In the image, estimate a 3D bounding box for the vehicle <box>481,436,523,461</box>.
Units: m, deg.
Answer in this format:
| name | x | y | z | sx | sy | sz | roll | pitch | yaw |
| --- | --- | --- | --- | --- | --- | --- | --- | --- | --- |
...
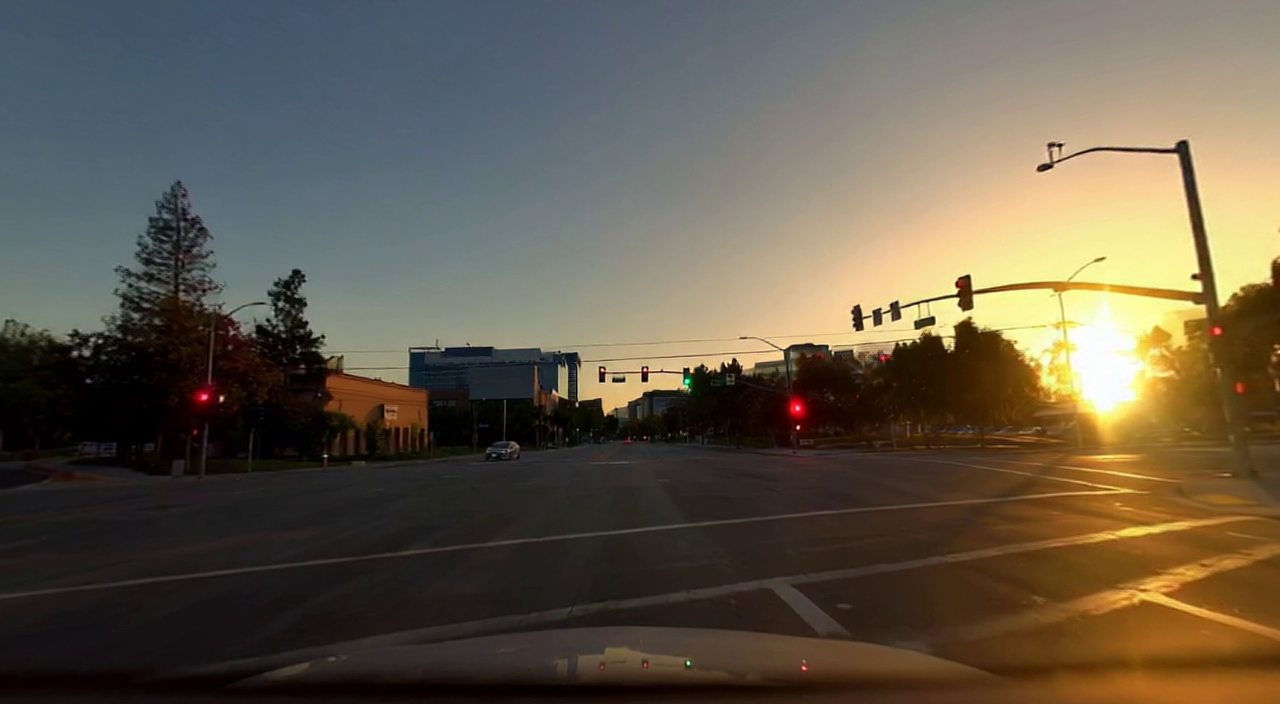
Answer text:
| name | x | y | z | sx | sy | sz | roll | pitch | yaw |
| --- | --- | --- | --- | --- | --- | --- | --- | --- | --- |
| vehicle | -9.727 | 6.826 | 44.861 | 1.988 | 1.692 | 4.412 | 0 | -8 | 0 |
